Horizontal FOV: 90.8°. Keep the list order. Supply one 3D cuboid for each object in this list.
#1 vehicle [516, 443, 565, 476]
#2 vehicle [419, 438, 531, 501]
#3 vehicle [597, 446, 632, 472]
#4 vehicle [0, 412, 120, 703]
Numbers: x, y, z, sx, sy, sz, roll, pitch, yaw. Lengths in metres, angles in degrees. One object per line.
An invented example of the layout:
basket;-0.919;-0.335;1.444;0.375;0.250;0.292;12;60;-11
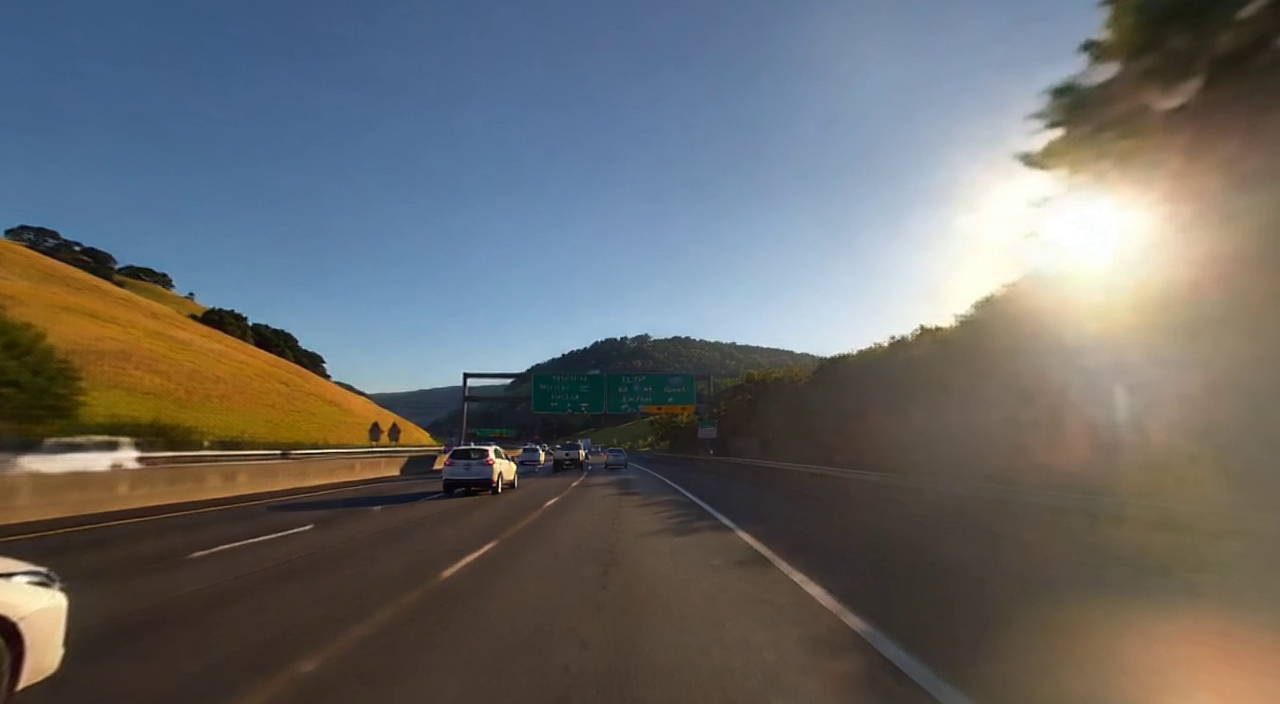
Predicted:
vehicle;-5.293;5.750;34.022;2.118;1.624;4.032;0;-9;-2
vehicle;-4.698;3.411;18.713;2.208;1.619;4.162;0;-9;0
vehicle;-1.621;6.468;38.267;1.988;1.440;4.201;0;-9;-4
vehicle;-3.726;0.804;1.335;1.892;1.492;3.940;0;-9;-1
